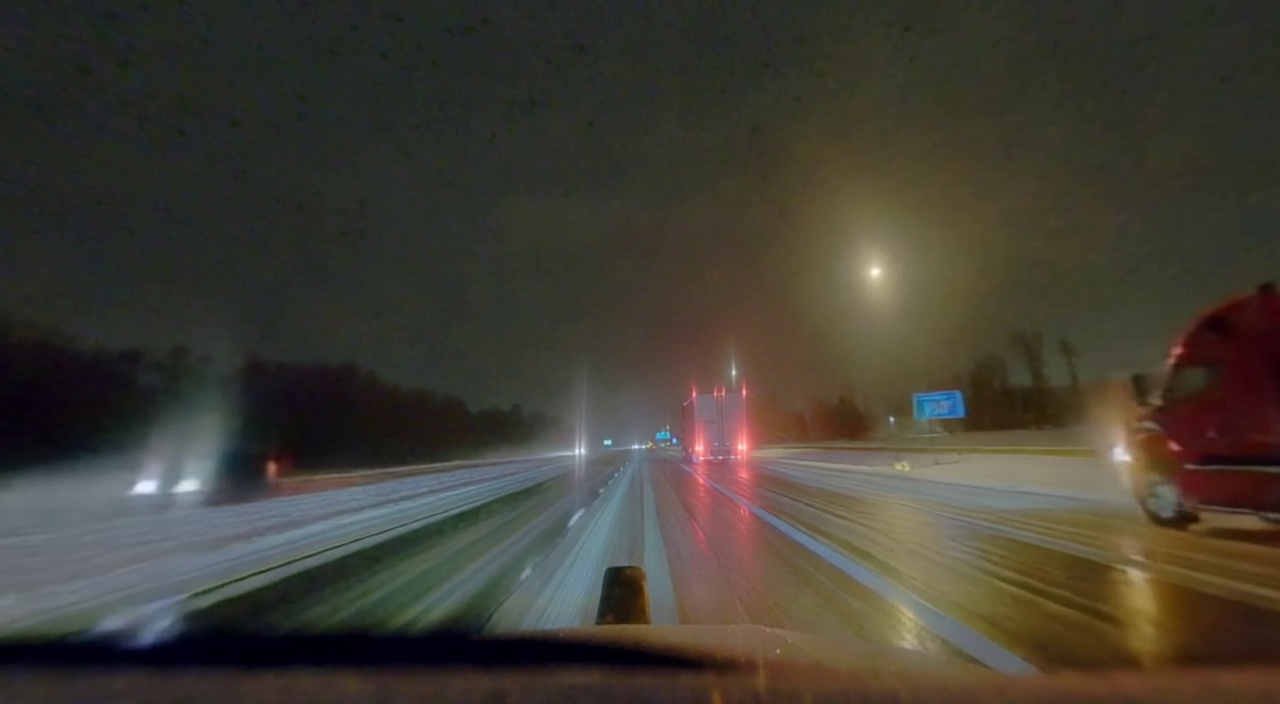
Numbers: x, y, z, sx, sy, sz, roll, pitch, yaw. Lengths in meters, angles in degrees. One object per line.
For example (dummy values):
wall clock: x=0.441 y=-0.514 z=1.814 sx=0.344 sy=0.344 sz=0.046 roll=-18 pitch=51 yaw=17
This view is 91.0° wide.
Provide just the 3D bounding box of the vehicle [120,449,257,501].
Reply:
vehicle: x=-15.317 y=4.149 z=21.638 sx=1.746 sy=1.518 sz=3.857 roll=-1 pitch=-8 yaw=2

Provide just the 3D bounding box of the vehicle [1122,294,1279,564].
vehicle: x=7.768 y=0.541 z=4.691 sx=2.474 sy=2.730 sz=7.349 roll=0 pitch=-8 yaw=0

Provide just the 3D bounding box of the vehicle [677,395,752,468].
vehicle: x=4.746 y=5.641 z=44.022 sx=3.187 sy=4.197 sz=15.004 roll=0 pitch=-8 yaw=-1
